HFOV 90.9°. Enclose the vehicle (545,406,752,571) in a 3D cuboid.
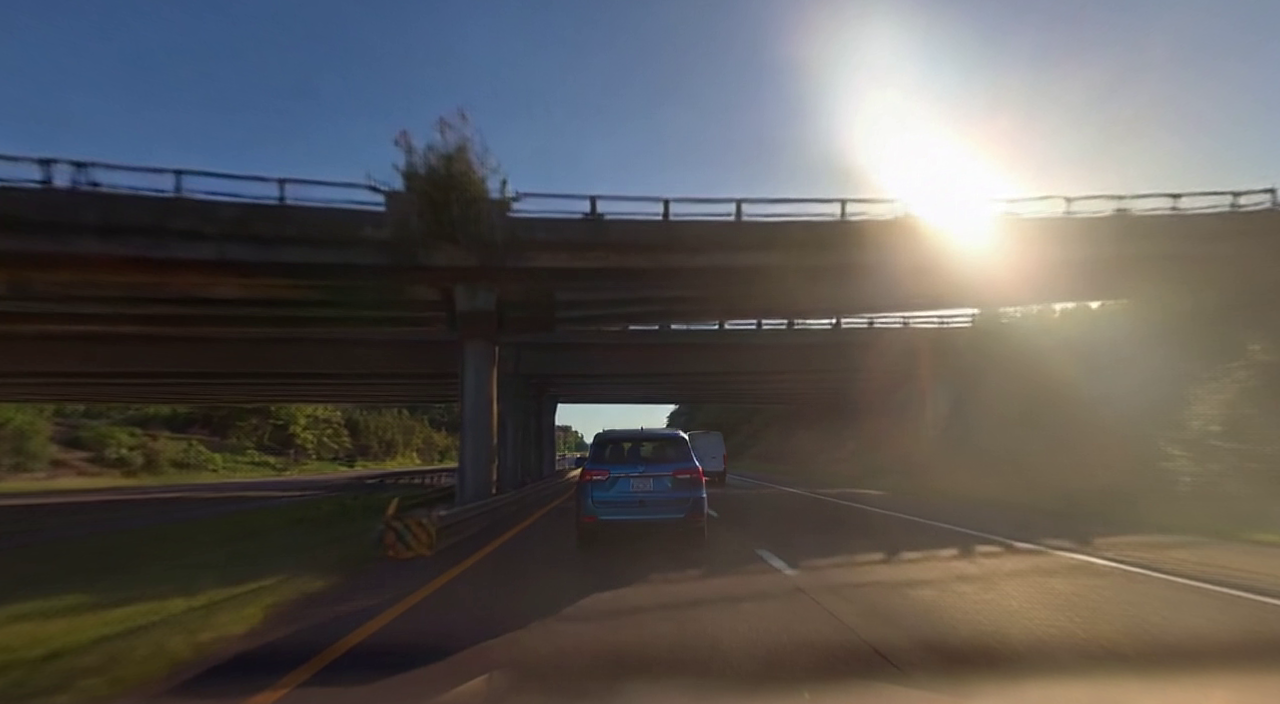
[{"bbox_3d":[0.091,1.834,9.117,2.288,1.823,4.059,0,-9,0],"label":"vehicle"}]
